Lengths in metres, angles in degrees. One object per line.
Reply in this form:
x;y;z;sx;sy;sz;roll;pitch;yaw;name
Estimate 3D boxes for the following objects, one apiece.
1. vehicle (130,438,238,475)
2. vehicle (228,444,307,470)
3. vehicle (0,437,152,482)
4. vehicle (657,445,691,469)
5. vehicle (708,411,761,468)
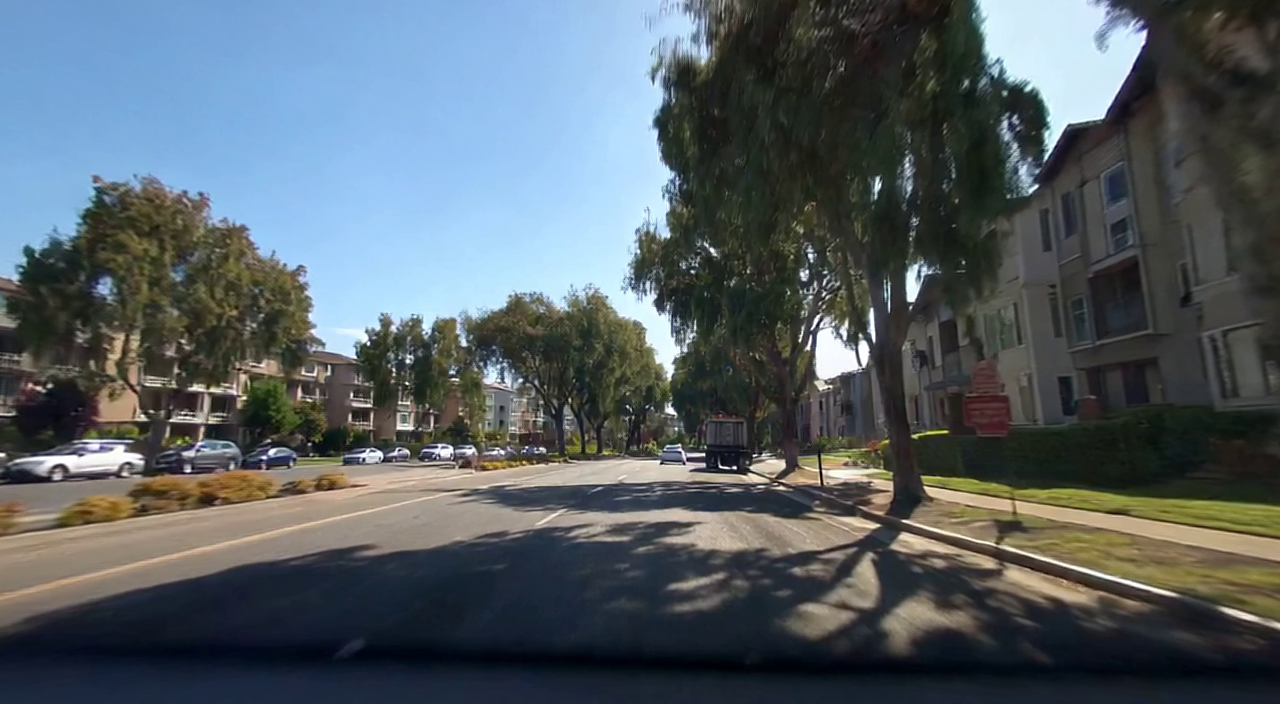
-24.194;5.532;33.717;2.040;1.765;4.635;-2;-8;6;vehicle
-23.814;6.717;40.519;1.900;1.454;4.757;-3;-8;5;vehicle
-24.713;4.645;27.631;2.213;1.750;5.149;-1;-8;4;vehicle
2.122;6.375;38.629;1.871;1.370;4.206;-1;-8;6;vehicle
5.949;5.741;41.118;2.945;3.277;8.473;-1;-8;6;vehicle
